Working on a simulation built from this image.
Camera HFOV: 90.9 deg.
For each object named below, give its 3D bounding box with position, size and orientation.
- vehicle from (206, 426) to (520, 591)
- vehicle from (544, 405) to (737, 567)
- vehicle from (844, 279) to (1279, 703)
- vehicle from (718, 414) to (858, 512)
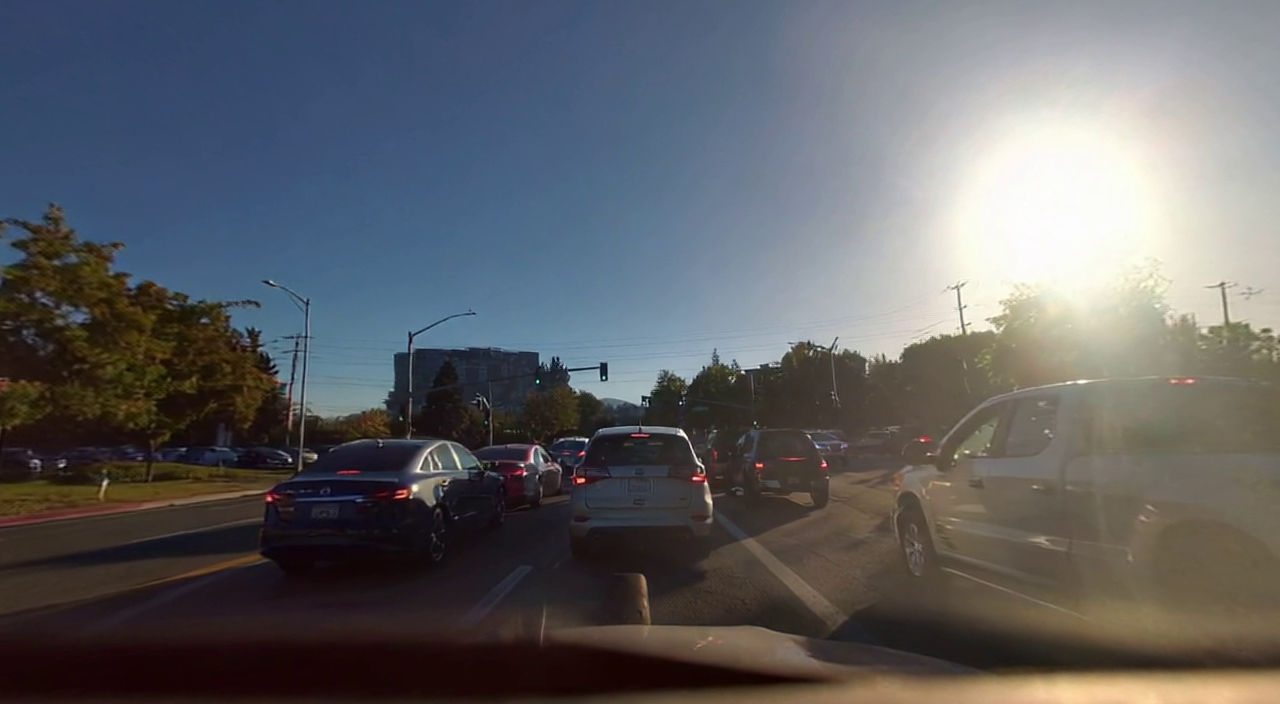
[{"bbox_3d":[-2.955,1.759,7.989,2.023,1.494,4.259,0,-8,0],"label":"vehicle"},{"bbox_3d":[0.050,1.768,8.973,2.113,1.768,3.901,0,-8,1],"label":"vehicle"},{"bbox_3d":[3.355,0.939,3.817,2.317,1.857,5.940,0,-8,1],"label":"vehicle"},{"bbox_3d":[3.542,2.815,16.504,2.408,2.100,5.668,0,-8,1],"label":"vehicle"}]
